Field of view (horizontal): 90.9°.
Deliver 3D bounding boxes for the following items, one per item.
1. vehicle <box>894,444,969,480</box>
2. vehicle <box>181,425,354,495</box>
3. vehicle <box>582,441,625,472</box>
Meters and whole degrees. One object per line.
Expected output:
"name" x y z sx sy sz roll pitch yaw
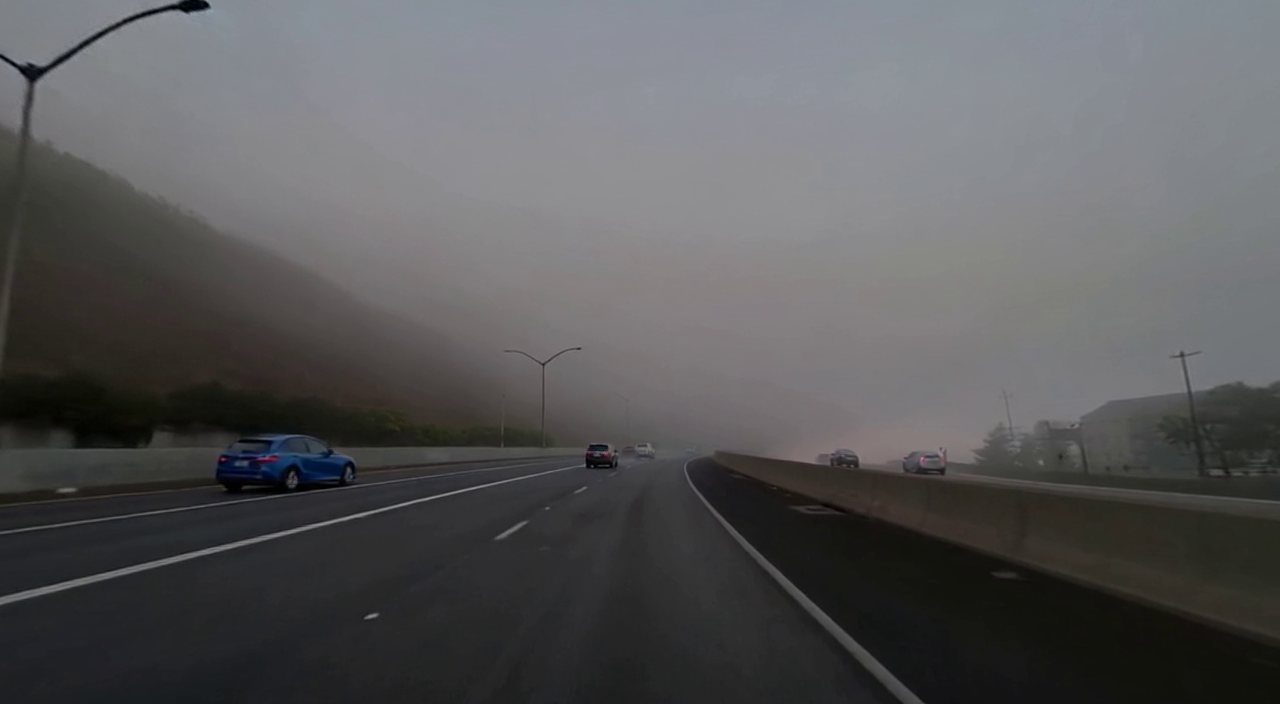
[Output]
"vehicle" 13.804 5.190 30.173 1.786 1.559 4.496 -1 -8 5
"vehicle" -10.464 3.068 18.262 2.039 1.746 4.528 -1 -8 3
"vehicle" -2.115 6.238 37.884 2.028 1.782 4.150 -1 -8 4
